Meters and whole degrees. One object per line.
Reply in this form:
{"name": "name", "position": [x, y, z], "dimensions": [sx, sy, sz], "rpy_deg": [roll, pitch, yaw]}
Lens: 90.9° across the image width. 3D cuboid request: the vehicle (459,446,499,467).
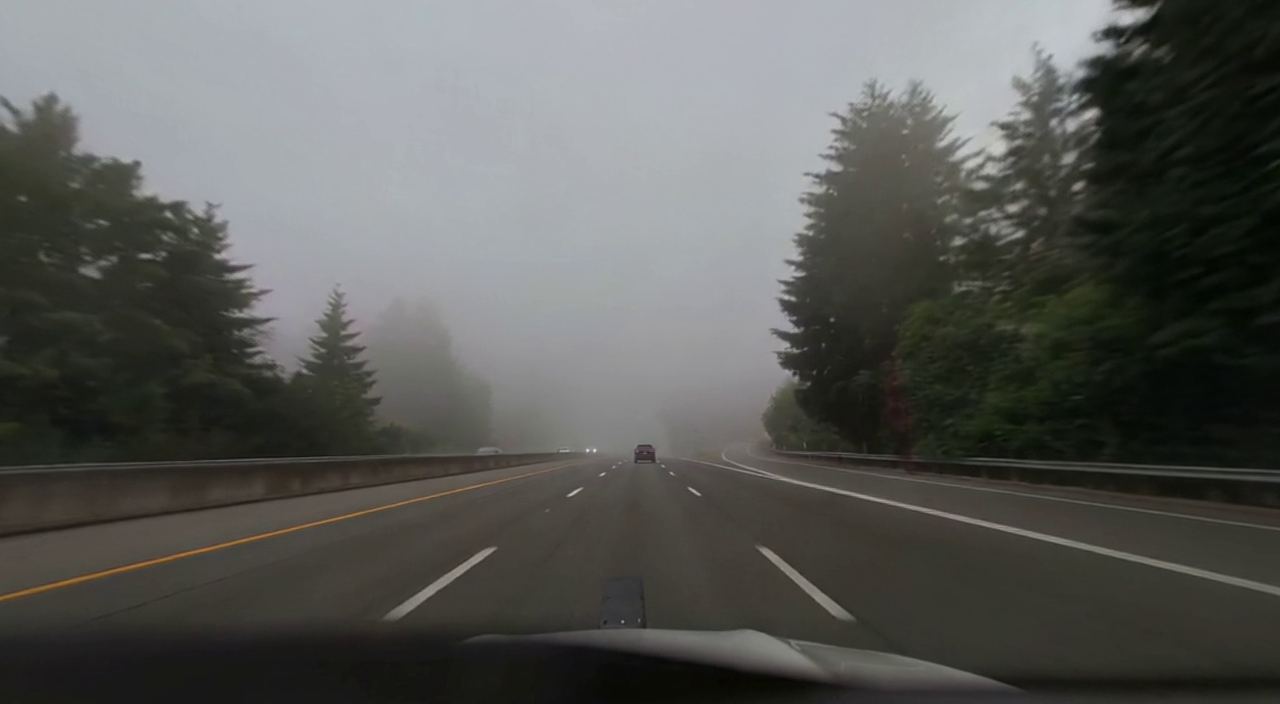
{"name": "vehicle", "position": [-12.421, 8.060, 48.771], "dimensions": [1.898, 1.514, 4.398], "rpy_deg": [0, -9, 0]}
